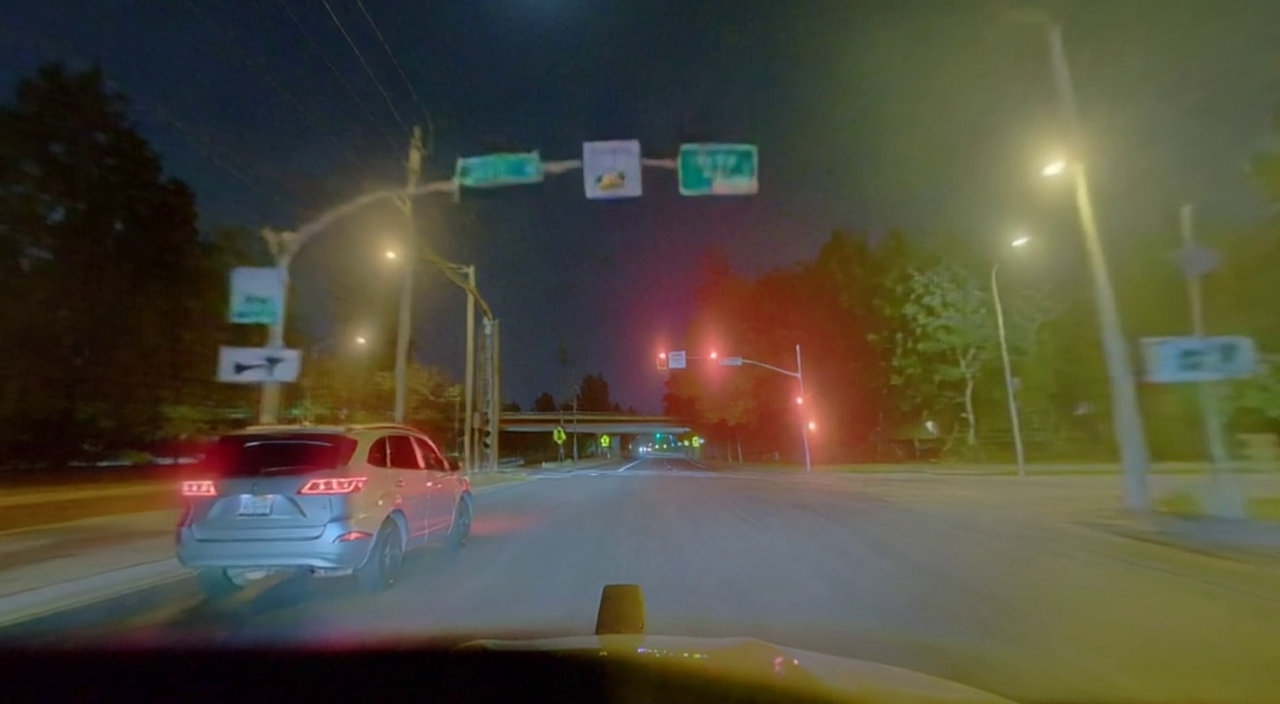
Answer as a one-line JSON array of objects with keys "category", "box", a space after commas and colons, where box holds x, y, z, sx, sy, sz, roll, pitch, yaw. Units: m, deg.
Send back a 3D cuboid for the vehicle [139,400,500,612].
[{"category": "vehicle", "box": [-3.097, 1.574, 7.342, 1.882, 1.704, 4.335, 0, -8, 1]}]
